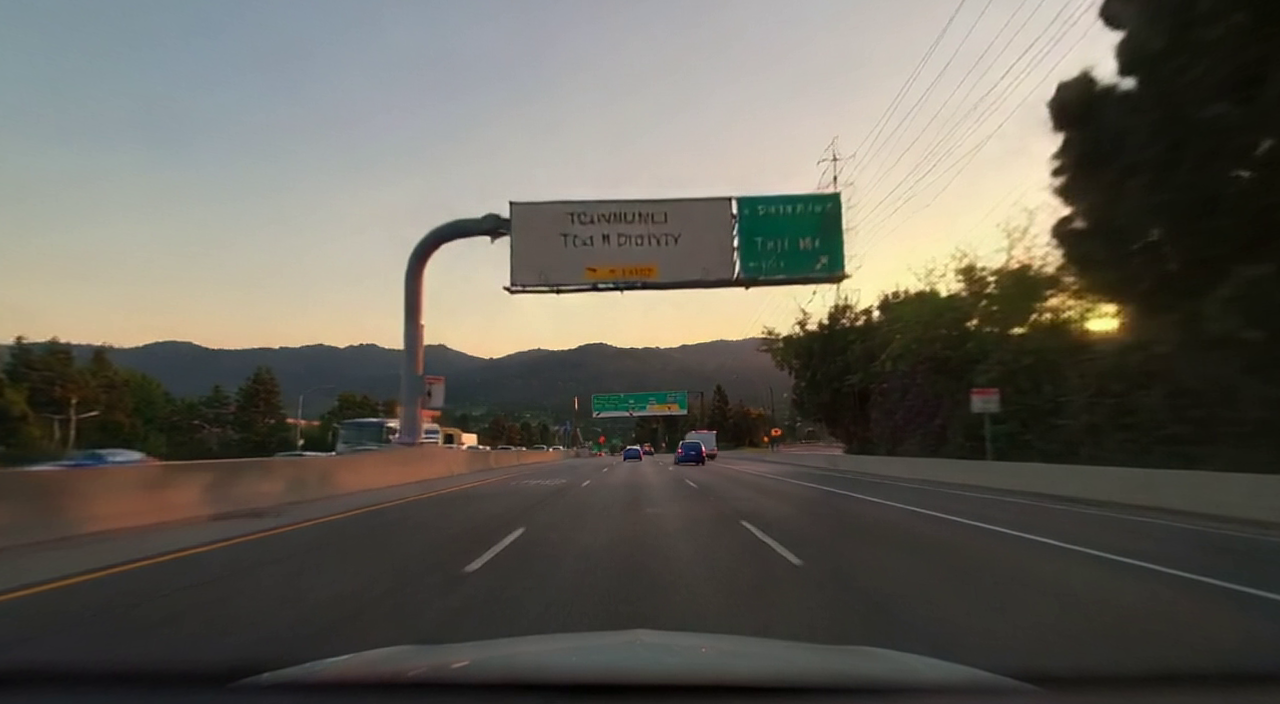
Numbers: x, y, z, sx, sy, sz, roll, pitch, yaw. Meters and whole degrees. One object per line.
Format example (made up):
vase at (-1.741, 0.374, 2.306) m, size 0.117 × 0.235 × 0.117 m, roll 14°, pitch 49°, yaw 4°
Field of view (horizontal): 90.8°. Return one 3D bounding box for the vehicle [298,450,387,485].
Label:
vehicle at (-13.829, 5.368, 29.724) m, size 1.878 × 1.462 × 4.573 m, roll 0°, pitch -9°, yaw 1°

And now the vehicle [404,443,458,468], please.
vehicle at (-14.045, 6.989, 42.775) m, size 2.090 × 1.598 × 4.713 m, roll 0°, pitch -9°, yaw 0°

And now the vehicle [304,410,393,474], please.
vehicle at (-21.267, 6.657, 46.619) m, size 3.228 × 4.337 × 6.550 m, roll 0°, pitch -9°, yaw 0°

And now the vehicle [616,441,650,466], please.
vehicle at (-0.500, 7.278, 45.493) m, size 2.325 × 1.712 × 4.592 m, roll 0°, pitch -9°, yaw 0°

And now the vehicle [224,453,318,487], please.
vehicle at (-17.573, 5.628, 30.378) m, size 1.825 × 1.456 × 4.451 m, roll 0°, pitch -9°, yaw 0°

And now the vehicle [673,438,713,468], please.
vehicle at (3.321, 6.502, 40.687) m, size 2.036 × 1.796 × 4.470 m, roll 0°, pitch -9°, yaw -2°

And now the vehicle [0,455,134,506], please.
vehicle at (-21.284, 4.573, 22.927) m, size 1.923 × 1.560 × 4.760 m, roll 0°, pitch -9°, yaw 0°
